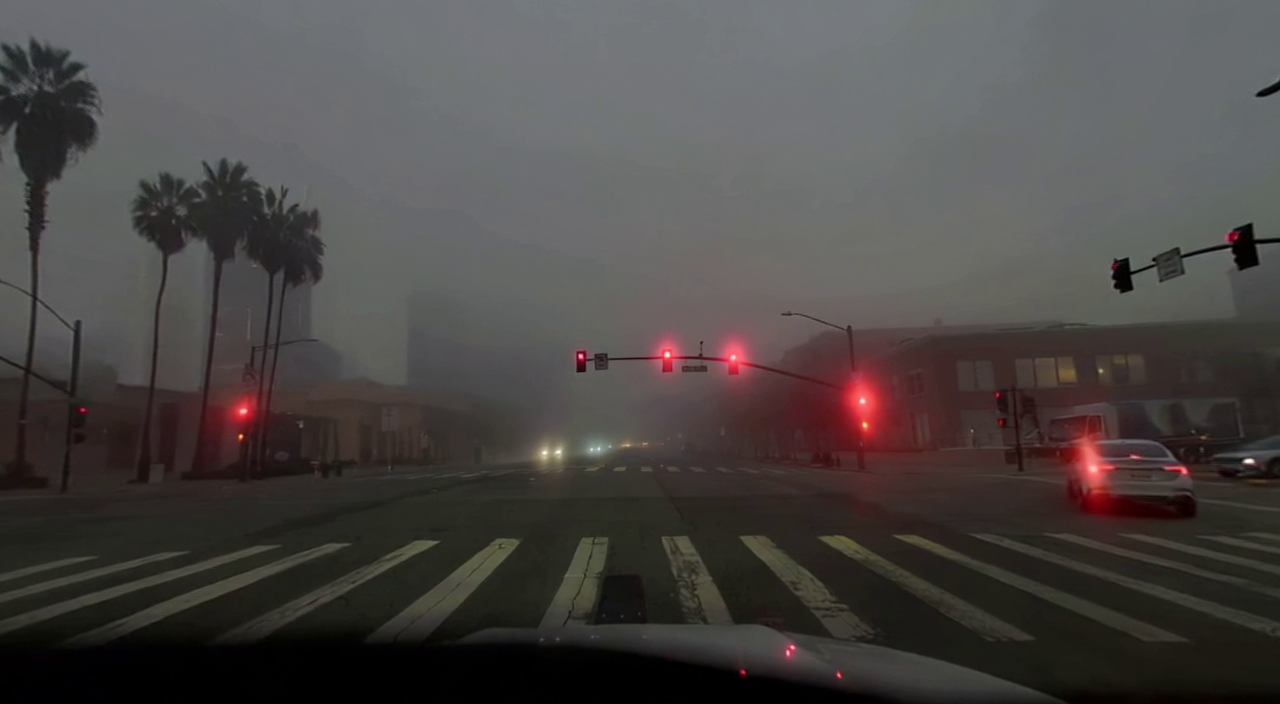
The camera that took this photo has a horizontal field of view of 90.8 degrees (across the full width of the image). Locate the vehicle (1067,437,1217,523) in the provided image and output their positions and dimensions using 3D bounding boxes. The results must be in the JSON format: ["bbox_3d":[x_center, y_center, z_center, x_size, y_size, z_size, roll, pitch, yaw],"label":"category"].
[{"bbox_3d":[10.450,2.610,13.520,2.003,1.475,4.520,-5,-10,33],"label":"vehicle"}]

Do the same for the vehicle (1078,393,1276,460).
[{"bbox_3d":[32.628,4.722,39.330,2.863,3.609,10.252,0,-8,-3],"label":"vehicle"}]
